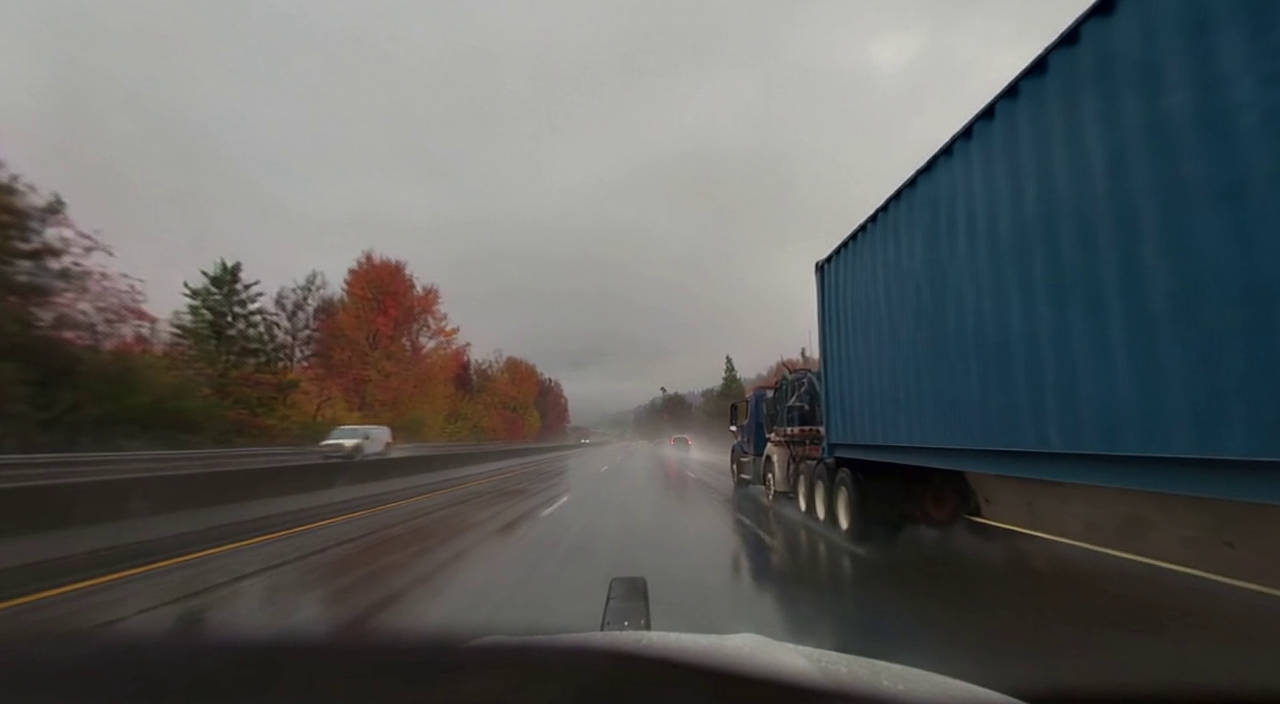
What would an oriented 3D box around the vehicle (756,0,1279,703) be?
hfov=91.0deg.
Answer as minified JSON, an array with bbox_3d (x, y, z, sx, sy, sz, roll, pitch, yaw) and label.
[{"bbox_3d":[4.031,0.304,7.527,2.903,4.003,13.046,0,-8,1],"label":"vehicle"}]

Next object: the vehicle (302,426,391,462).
[{"bbox_3d":[-15.086,4.775,32.665,2.109,1.742,4.977,0,-8,1],"label":"vehicle"}]
